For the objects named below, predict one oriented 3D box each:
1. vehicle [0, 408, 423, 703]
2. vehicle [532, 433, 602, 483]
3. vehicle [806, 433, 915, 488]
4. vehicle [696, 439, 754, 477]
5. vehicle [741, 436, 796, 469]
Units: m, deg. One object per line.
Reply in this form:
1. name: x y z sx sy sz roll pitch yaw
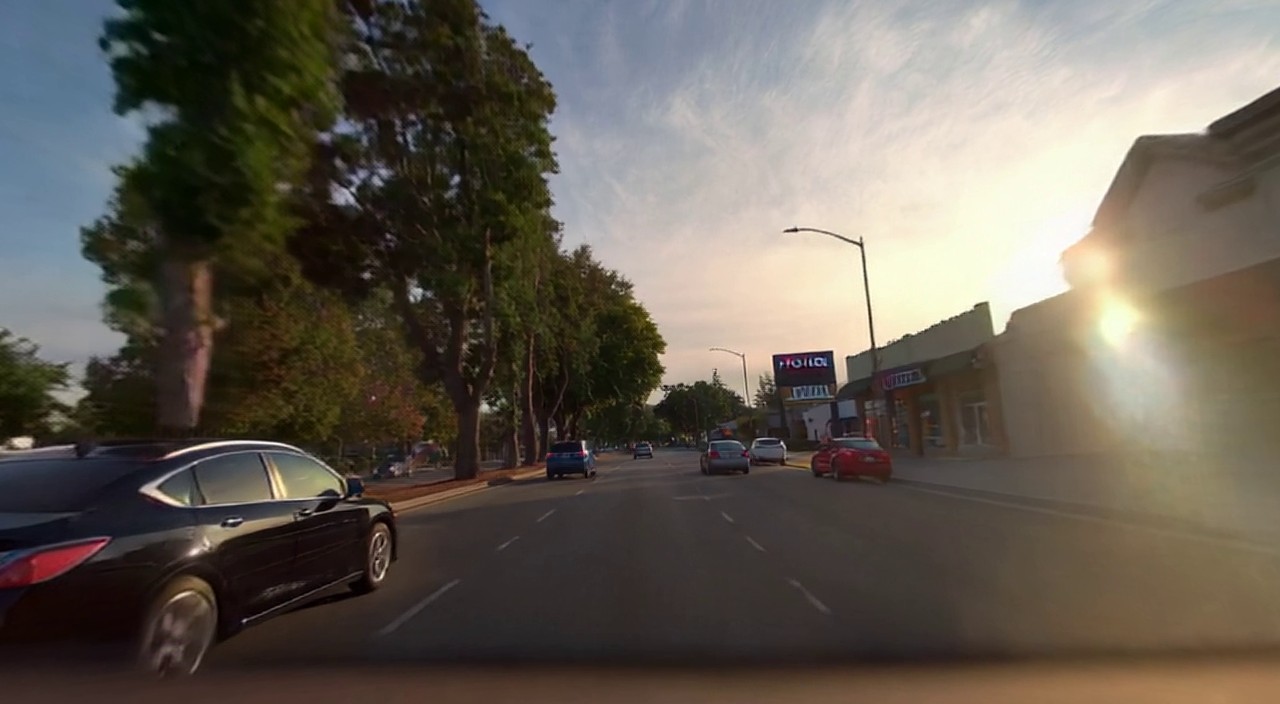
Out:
1. vehicle: -3.262 1.203 4.028 1.956 1.460 4.802 0 -8 1
2. vehicle: -2.782 4.189 25.243 2.193 1.788 4.603 0 -8 1
3. vehicle: 7.397 3.685 21.740 2.089 1.678 4.725 0 -8 0
4. vehicle: 3.602 4.569 27.385 1.904 1.490 4.299 0 -8 0
5. vehicle: 7.564 5.976 37.610 2.198 1.788 4.941 1 -8 0
